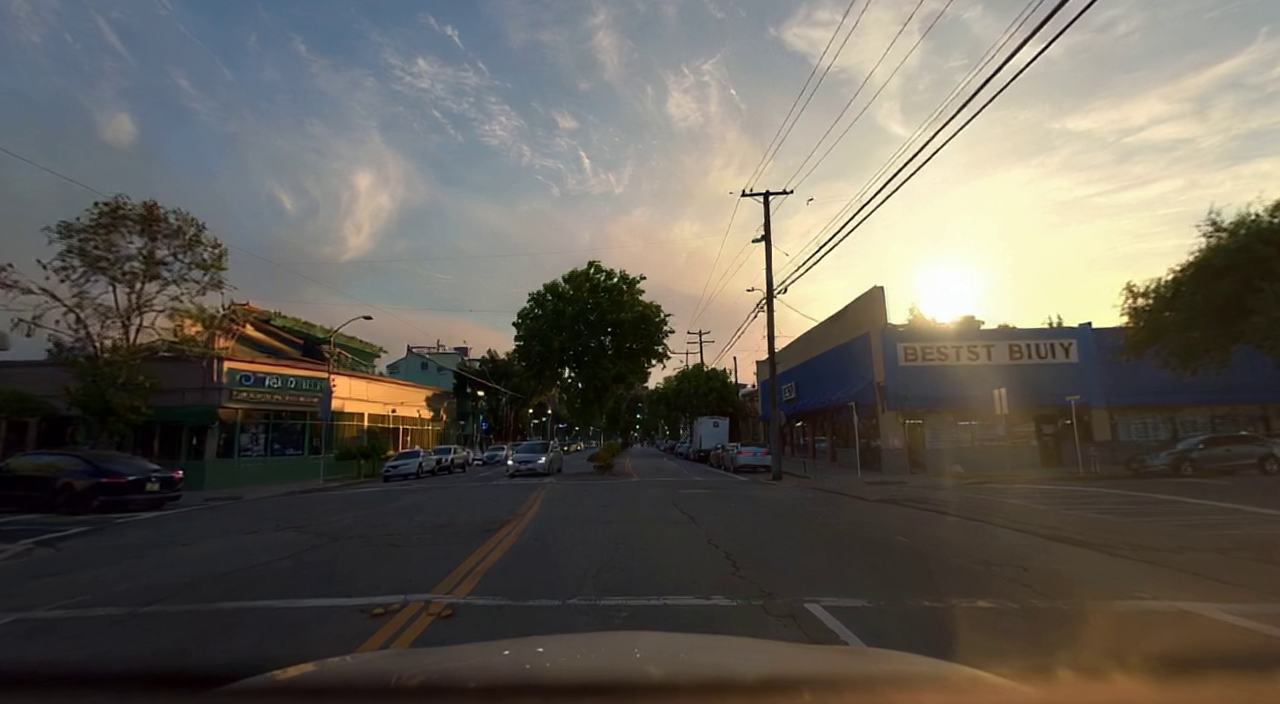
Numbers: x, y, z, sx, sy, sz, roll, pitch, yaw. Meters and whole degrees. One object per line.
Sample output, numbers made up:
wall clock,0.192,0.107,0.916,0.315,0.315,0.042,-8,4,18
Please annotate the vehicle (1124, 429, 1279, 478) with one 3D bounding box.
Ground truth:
vehicle,18.623,3.247,20.352,4.368,1.479,1.985,0,-8,1

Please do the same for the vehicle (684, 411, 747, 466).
vehicle,4.599,5.553,40.290,2.815,3.203,7.558,0,-8,-2

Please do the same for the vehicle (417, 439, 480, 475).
vehicle,-10.845,5.989,36.178,2.072,1.818,4.951,-3,-9,0

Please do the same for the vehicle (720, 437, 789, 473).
vehicle,5.595,5.107,31.540,1.963,1.646,4.204,2,-9,-11

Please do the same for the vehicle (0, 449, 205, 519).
vehicle,-13.782,3.168,15.505,4.729,1.518,2.107,4,-9,-25

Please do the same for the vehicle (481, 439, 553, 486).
vehicle,-4.300,3.916,22.707,1.914,1.506,4.125,0,-8,-3

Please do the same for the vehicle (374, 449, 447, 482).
vehicle,-10.953,5.403,30.485,1.978,1.452,4.263,0,-8,0
